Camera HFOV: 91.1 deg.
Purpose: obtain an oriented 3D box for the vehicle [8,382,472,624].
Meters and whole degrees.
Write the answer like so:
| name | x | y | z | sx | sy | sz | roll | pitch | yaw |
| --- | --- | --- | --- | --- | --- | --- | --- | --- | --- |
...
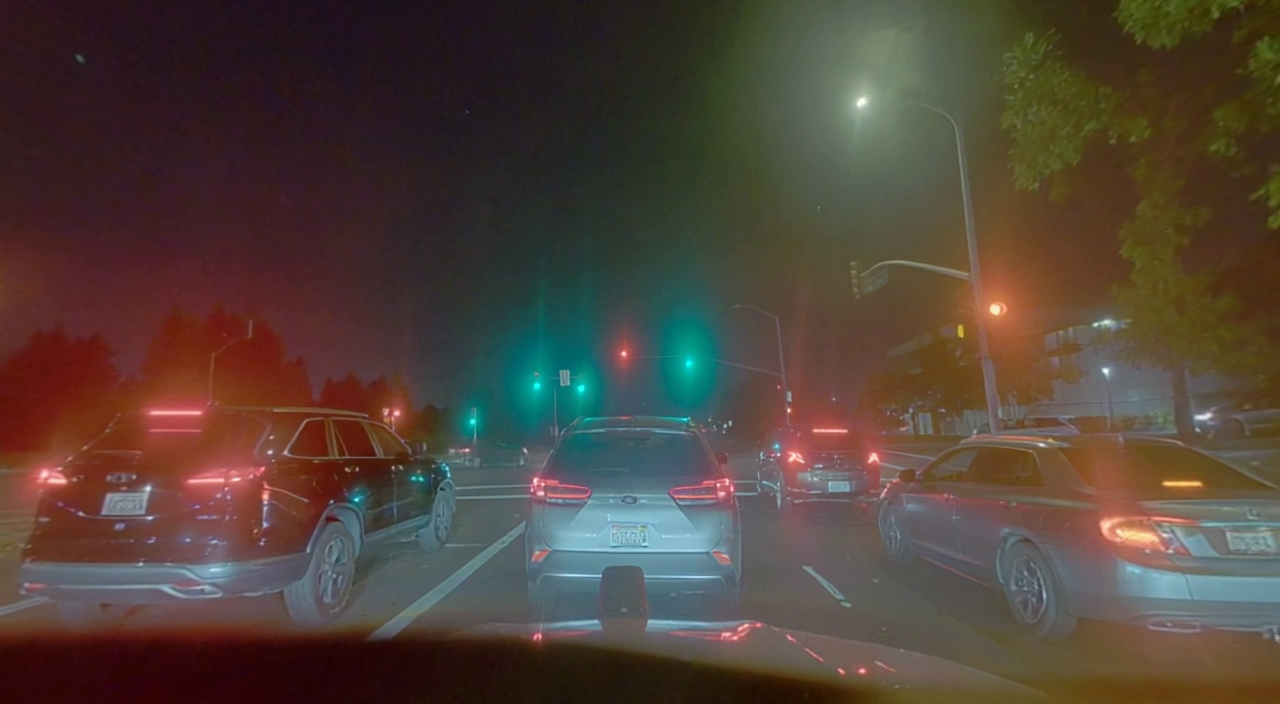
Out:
| name | x | y | z | sx | sy | sz | roll | pitch | yaw |
| --- | --- | --- | --- | --- | --- | --- | --- | --- | --- |
| vehicle | -3.553 | 1.422 | 6.862 | 2.014 | 1.755 | 4.360 | 0 | -8 | 3 |

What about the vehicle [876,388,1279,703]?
| name | x | y | z | sx | sy | sz | roll | pitch | yaw |
| --- | --- | --- | --- | --- | --- | --- | --- | --- | --- |
| vehicle | 3.584 | 1.205 | 4.605 | 2.010 | 1.486 | 4.498 | 0 | -8 | 1 |

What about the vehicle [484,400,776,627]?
| name | x | y | z | sx | sy | sz | roll | pitch | yaw |
| --- | --- | --- | --- | --- | --- | --- | --- | --- | --- |
| vehicle | -0.047 | 1.402 | 6.307 | 2.047 | 1.579 | 3.642 | 0 | -8 | 1 |
